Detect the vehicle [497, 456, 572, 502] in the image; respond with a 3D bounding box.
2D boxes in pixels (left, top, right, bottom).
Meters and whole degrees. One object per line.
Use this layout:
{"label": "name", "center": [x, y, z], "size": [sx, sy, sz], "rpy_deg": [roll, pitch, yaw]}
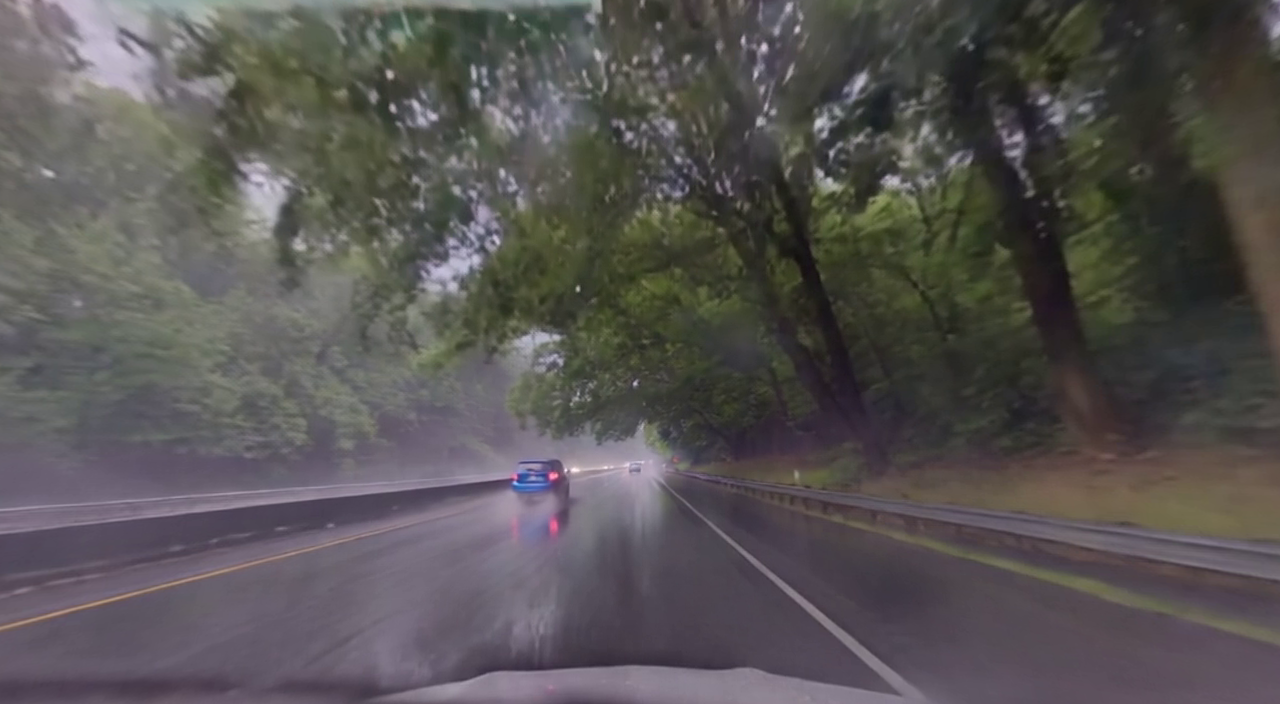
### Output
{"label": "vehicle", "center": [-3.946, 4.860, 24.321], "size": [2.081, 1.586, 4.245], "rpy_deg": [0, -10, 1]}
